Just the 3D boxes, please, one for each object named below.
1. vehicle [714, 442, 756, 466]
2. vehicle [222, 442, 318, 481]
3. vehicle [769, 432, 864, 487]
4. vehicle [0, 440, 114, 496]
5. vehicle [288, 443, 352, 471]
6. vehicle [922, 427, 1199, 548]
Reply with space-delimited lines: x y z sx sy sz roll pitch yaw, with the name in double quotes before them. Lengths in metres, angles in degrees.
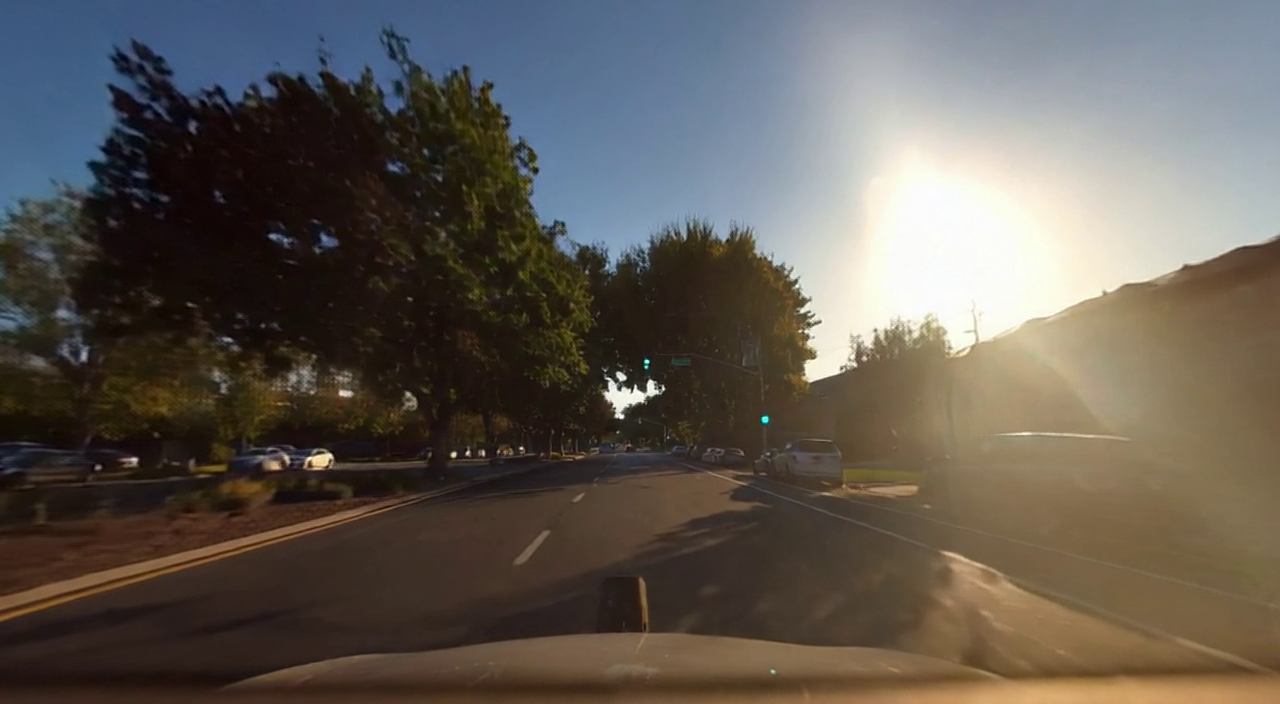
"vehicle" 6.440 6.936 42.954 1.922 1.494 4.772 1 -8 -3
"vehicle" -21.210 6.233 36.355 2.196 1.854 5.677 -1 -6 -1
"vehicle" 6.539 4.037 23.964 2.032 1.844 4.964 0 -9 -2
"vehicle" -21.633 4.038 22.290 1.901 1.785 4.676 0 -8 -2
"vehicle" -21.616 7.095 42.632 1.965 1.523 4.798 -1 -6 -2
"vehicle" 6.940 2.249 11.123 1.910 1.686 4.399 0 -9 1
